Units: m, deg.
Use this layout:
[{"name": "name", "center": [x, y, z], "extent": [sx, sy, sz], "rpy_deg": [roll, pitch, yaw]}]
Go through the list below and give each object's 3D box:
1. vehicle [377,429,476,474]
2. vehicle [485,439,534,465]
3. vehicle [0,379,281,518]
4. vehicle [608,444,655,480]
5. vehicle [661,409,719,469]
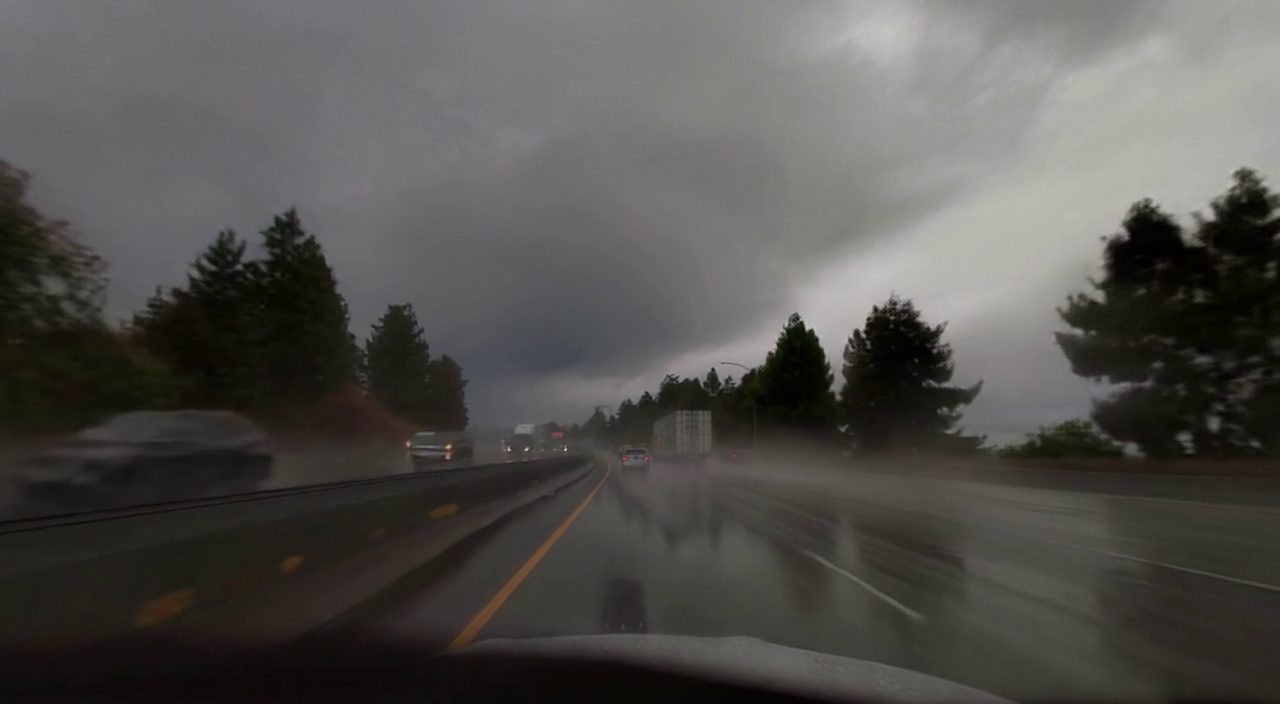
[{"name": "vehicle", "center": [-7.610, 3.611, 22.937], "extent": [2.183, 1.457, 3.987], "rpy_deg": [0, -9, 0]}, {"name": "vehicle", "center": [-7.660, 5.976, 37.511], "extent": [2.013, 1.439, 4.317], "rpy_deg": [0, -9, 0]}, {"name": "vehicle", "center": [-7.199, 1.345, 8.809], "extent": [1.928, 1.473, 4.170], "rpy_deg": [0, -9, -1]}, {"name": "vehicle", "center": [-0.447, 5.277, 30.347], "extent": [2.111, 1.599, 3.859], "rpy_deg": [0, -9, -1]}, {"name": "vehicle", "center": [3.570, 6.785, 48.464], "extent": [2.931, 4.009, 12.800], "rpy_deg": [0, -9, -2]}]
